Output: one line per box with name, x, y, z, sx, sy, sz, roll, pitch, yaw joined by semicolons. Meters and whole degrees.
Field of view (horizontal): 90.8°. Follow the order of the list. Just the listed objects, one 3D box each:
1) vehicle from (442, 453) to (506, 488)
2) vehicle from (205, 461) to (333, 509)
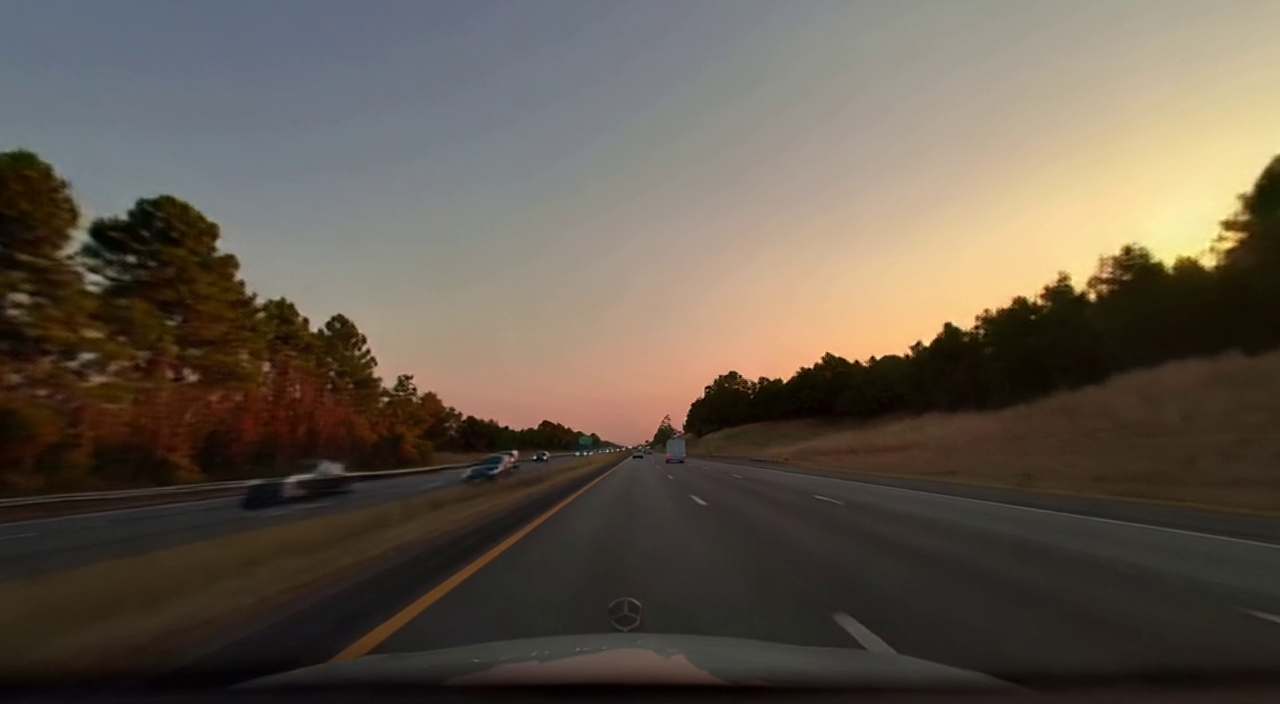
vehicle;-7.517;5.411;29.039;1.788;1.451;4.386;0;-9;0
vehicle;-11.776;4.216;20.359;1.824;1.323;3.790;0;-9;0
